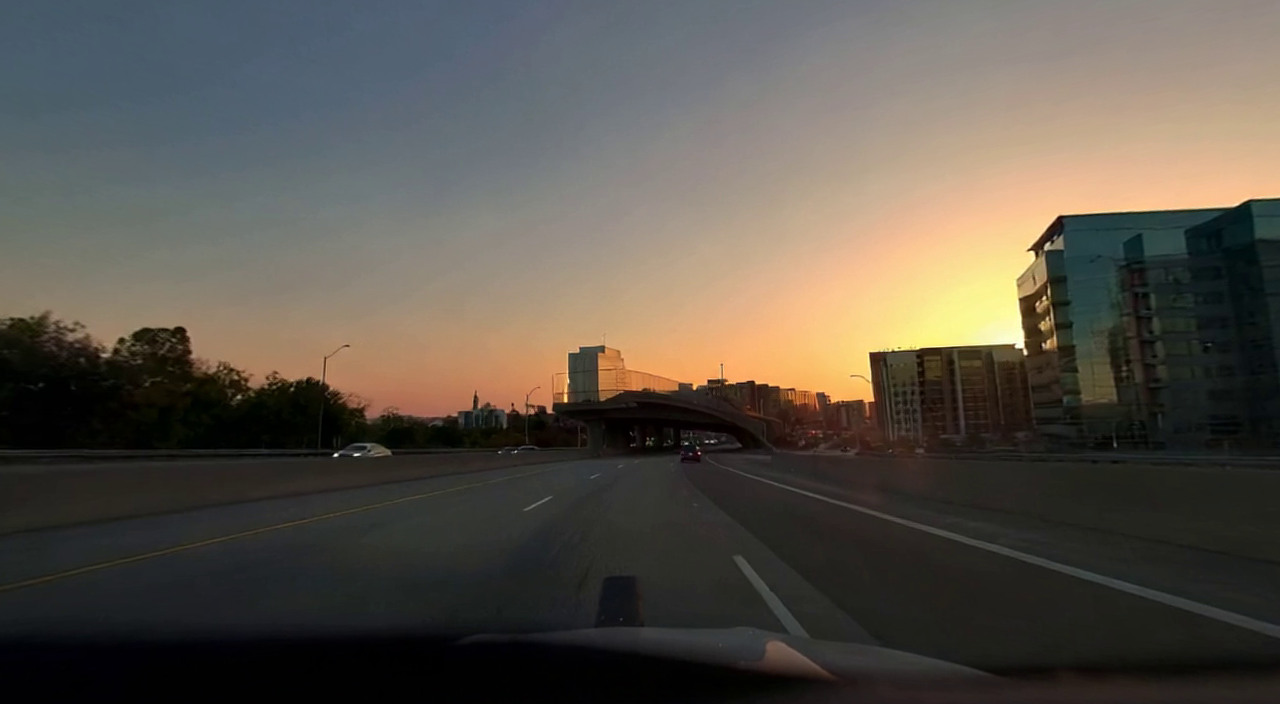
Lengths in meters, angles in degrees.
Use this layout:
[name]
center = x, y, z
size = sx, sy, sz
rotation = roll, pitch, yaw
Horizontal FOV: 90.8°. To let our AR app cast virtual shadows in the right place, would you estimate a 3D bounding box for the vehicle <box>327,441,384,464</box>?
[vehicle]
center = -22.119, 7.850, 49.378
size = 2.120, 1.702, 4.469
rotation = -1, -9, 4
